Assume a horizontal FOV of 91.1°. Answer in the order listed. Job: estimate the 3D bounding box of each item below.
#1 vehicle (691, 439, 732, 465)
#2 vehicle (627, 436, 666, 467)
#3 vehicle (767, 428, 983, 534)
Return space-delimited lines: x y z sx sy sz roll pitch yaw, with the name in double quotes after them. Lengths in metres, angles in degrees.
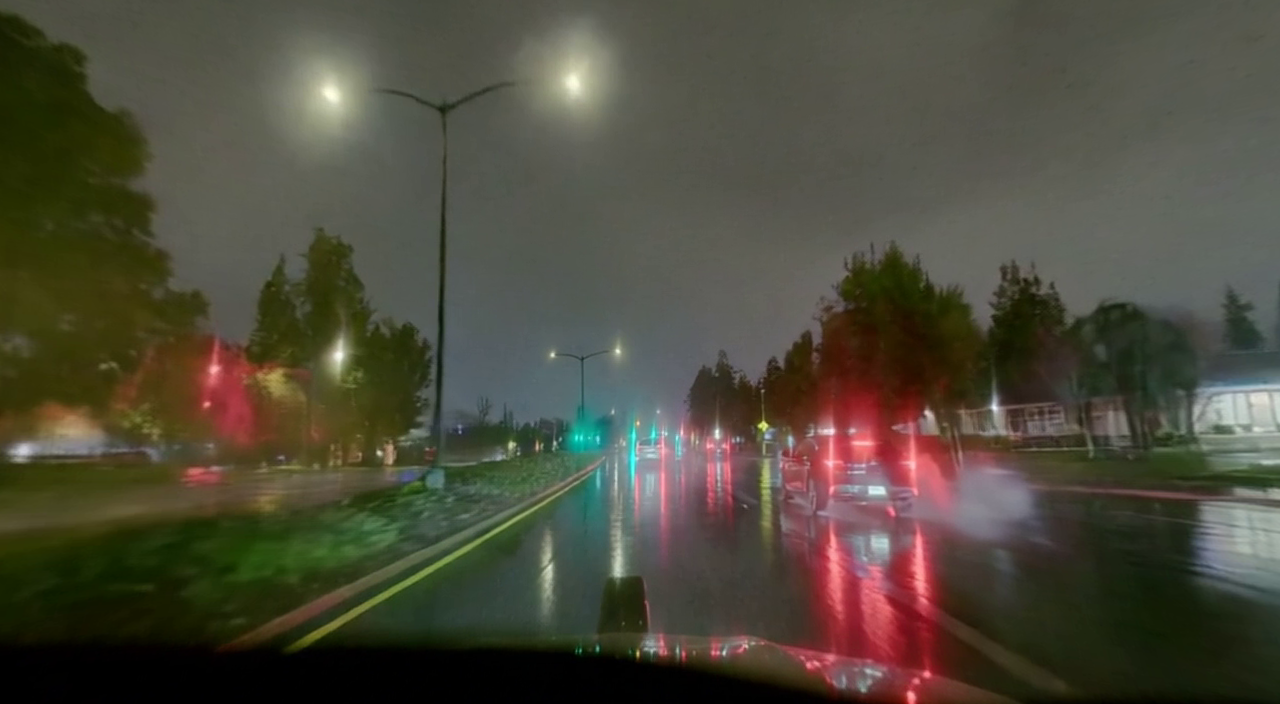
4.371 6.207 38.960 1.980 1.515 4.362 0 -8 0 "vehicle"
0.415 5.871 37.105 2.172 1.694 4.055 0 -8 1 "vehicle"
3.870 2.222 11.466 2.119 1.509 4.756 0 -8 0 "vehicle"
